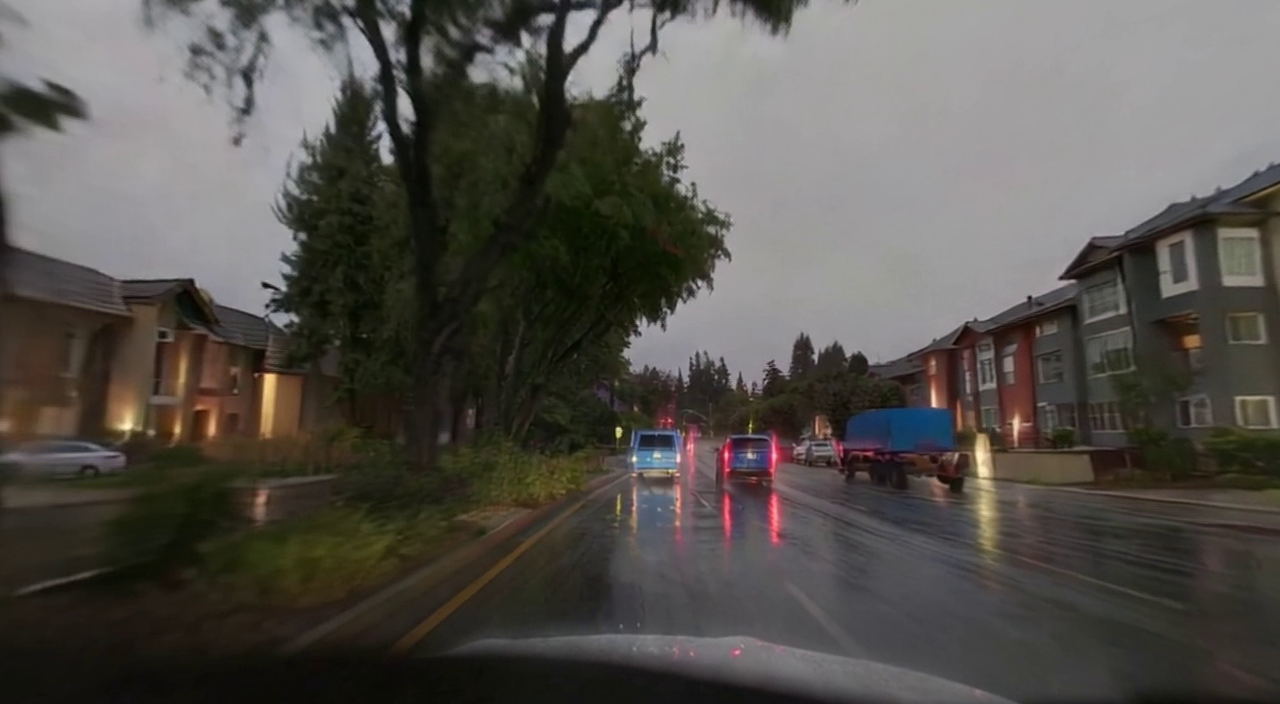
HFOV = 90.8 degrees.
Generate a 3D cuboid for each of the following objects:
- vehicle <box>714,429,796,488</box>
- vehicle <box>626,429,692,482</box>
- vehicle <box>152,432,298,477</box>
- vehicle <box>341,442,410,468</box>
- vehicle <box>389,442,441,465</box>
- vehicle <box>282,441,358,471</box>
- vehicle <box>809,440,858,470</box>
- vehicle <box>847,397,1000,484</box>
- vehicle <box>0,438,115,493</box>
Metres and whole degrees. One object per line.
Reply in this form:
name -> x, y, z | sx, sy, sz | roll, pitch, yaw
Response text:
vehicle -> 3.816, 3.646, 21.833 | 2.033, 1.823, 4.409 | 0, -9, 0
vehicle -> 0.822, 4.066, 25.045 | 2.345, 1.841, 5.032 | 0, -9, 3
vehicle -> -18.245, 4.658, 28.272 | 2.272, 1.746, 5.914 | -1, -11, 3
vehicle -> -17.148, 6.727, 41.265 | 1.951, 1.513, 5.107 | -3, -10, 4
vehicle -> -16.768, 7.627, 47.310 | 1.849, 1.455, 4.606 | -2, -11, 5
vehicle -> -17.758, 5.816, 35.315 | 1.845, 1.512, 4.316 | -2, -10, 3
vehicle -> 12.414, 6.601, 40.859 | 2.080, 1.744, 4.889 | 0, -8, 6
vehicle -> 11.707, 3.825, 27.077 | 3.705, 3.221, 6.779 | 0, -9, 3
vehicle -> -18.401, 3.311, 18.281 | 2.008, 1.487, 5.078 | -2, -10, 1
